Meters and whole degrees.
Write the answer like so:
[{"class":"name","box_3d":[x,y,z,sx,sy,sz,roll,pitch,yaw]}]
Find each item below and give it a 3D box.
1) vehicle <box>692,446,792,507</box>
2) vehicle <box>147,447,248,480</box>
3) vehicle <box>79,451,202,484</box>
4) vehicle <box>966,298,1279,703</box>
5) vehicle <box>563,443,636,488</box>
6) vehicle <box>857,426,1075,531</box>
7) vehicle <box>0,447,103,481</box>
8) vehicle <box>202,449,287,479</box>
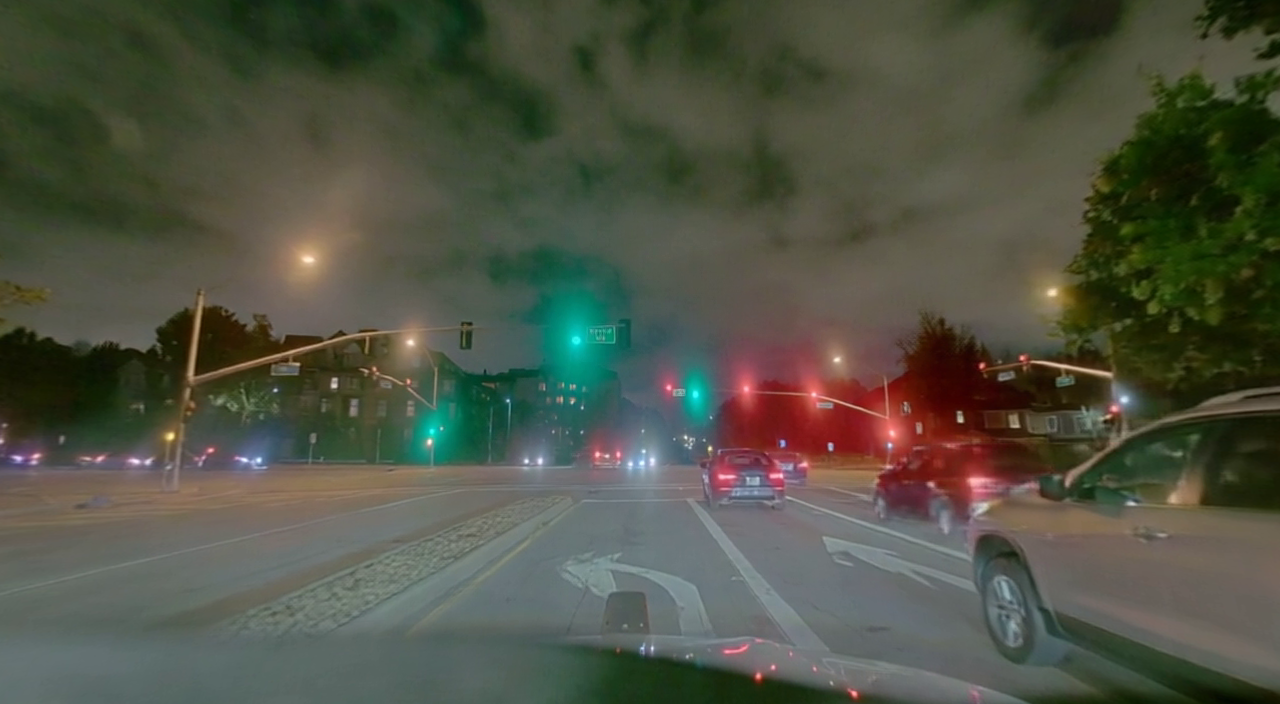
[{"class":"vehicle","box_3d":[2.692,3.419,17.814,2.009,1.480,4.423,0,-9,-1]},{"class":"vehicle","box_3d":[-27.736,6.989,39.619,4.689,1.734,2.034,3,-8,-1]},{"class":"vehicle","box_3d":[-26.284,6.066,33.309,4.724,1.630,1.968,0,-9,-2]},{"class":"vehicle","box_3d":[2.834,0.617,1.034,2.115,1.737,4.642,0,-9,0]},{"class":"vehicle","box_3d":[-1.808,4.746,26.694,2.099,1.705,4.020,3,-9,-19]},{"class":"vehicle","box_3d":[6.572,2.591,13.503,2.105,1.830,4.610,0,-9,-1]},{"class":"vehicle","box_3d":[-36.801,6.916,39.173,4.771,1.778,2.032,3,-8,-3]},{"class":"vehicle","box_3d":[-26.745,7.582,42.716,4.365,1.629,2.004,3,-8,0]}]
